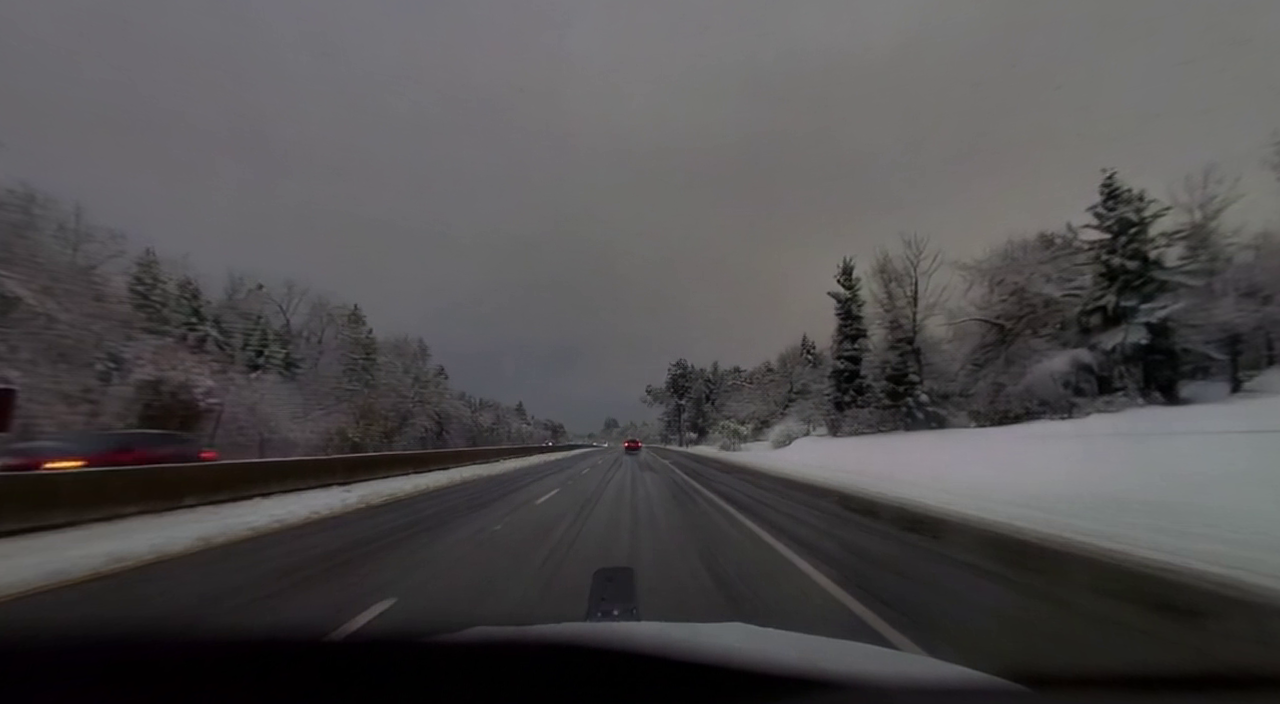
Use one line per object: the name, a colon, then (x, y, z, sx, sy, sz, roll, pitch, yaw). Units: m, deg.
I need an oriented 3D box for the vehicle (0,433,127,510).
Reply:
vehicle: (-13.323, 2.441, 13.040, 2.049, 1.467, 3.924, 0, -8, 0)
